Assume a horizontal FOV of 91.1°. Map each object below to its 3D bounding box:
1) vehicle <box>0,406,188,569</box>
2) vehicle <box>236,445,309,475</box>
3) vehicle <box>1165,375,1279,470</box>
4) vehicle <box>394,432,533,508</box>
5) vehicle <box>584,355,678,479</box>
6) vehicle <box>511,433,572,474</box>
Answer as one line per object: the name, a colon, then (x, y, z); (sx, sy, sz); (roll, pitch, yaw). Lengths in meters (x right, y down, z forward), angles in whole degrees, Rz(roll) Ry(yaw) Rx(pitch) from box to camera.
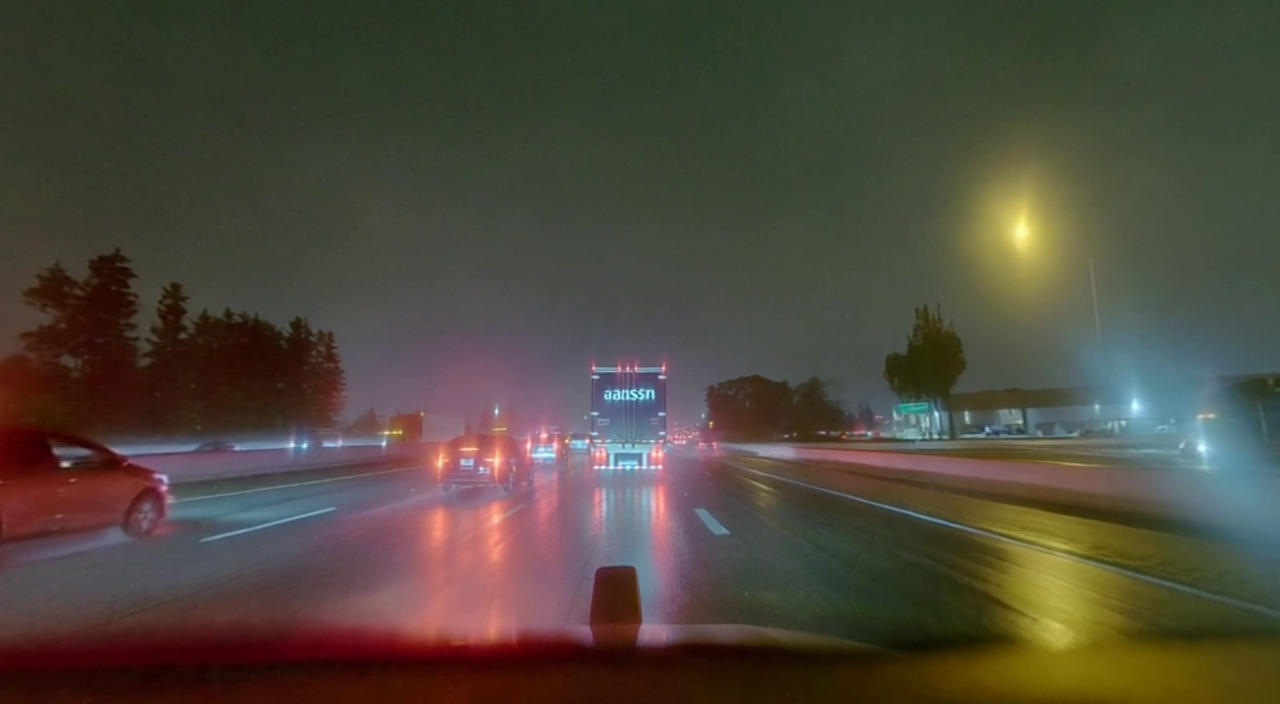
vehicle: (-7.750, 1.498, 7.110); (1.998, 1.698, 4.461); (0, -8, -1)
vehicle: (-21.855, 6.421, 37.581); (1.887, 1.595, 4.320); (0, -8, -2)
vehicle: (18.924, 2.227, 19.529); (1.838, 2.655, 3.697); (0, -8, 0)
vehicle: (-3.932, 2.678, 14.866); (1.964, 1.507, 4.361); (0, -8, 1)
vehicle: (-0.459, 2.915, 26.840); (3.171, 4.204, 11.036); (0, -8, -2)
vehicle: (-4.131, 4.307, 26.984); (1.946, 1.599, 4.073); (0, -8, 0)
